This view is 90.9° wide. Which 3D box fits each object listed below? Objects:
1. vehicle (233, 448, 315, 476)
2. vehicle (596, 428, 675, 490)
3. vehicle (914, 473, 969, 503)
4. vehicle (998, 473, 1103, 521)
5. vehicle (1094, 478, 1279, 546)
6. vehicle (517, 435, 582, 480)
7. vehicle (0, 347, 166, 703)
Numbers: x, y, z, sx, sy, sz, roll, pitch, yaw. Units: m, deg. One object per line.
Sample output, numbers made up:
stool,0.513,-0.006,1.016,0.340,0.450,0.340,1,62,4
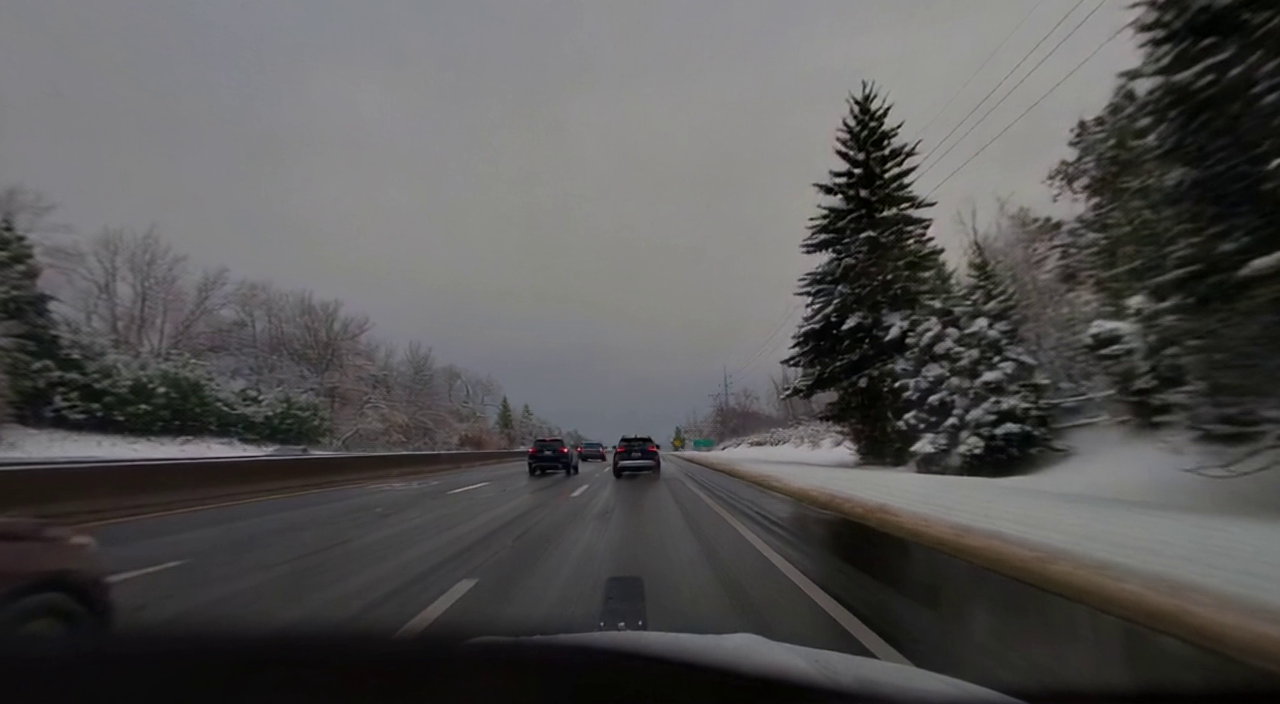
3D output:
vehicle,-20.755,6.214,36.041,1.886,1.465,4.632,0,-8,1
vehicle,-0.149,3.487,20.854,2.319,1.813,4.274,0,-8,0
vehicle,19.897,8.976,41.809,1.832,1.624,4.158,-1,-8,4
vehicle,18.548,6.535,28.787,1.965,1.761,4.363,0,-8,3
vehicle,17.841,5.104,20.608,2.393,1.795,4.877,-3,-11,2
vehicle,-3.793,4.501,27.271,2.104,1.754,4.515,0,-8,1
vehicle,-3.414,0.608,0.855,2.117,1.665,4.365,0,-8,0
